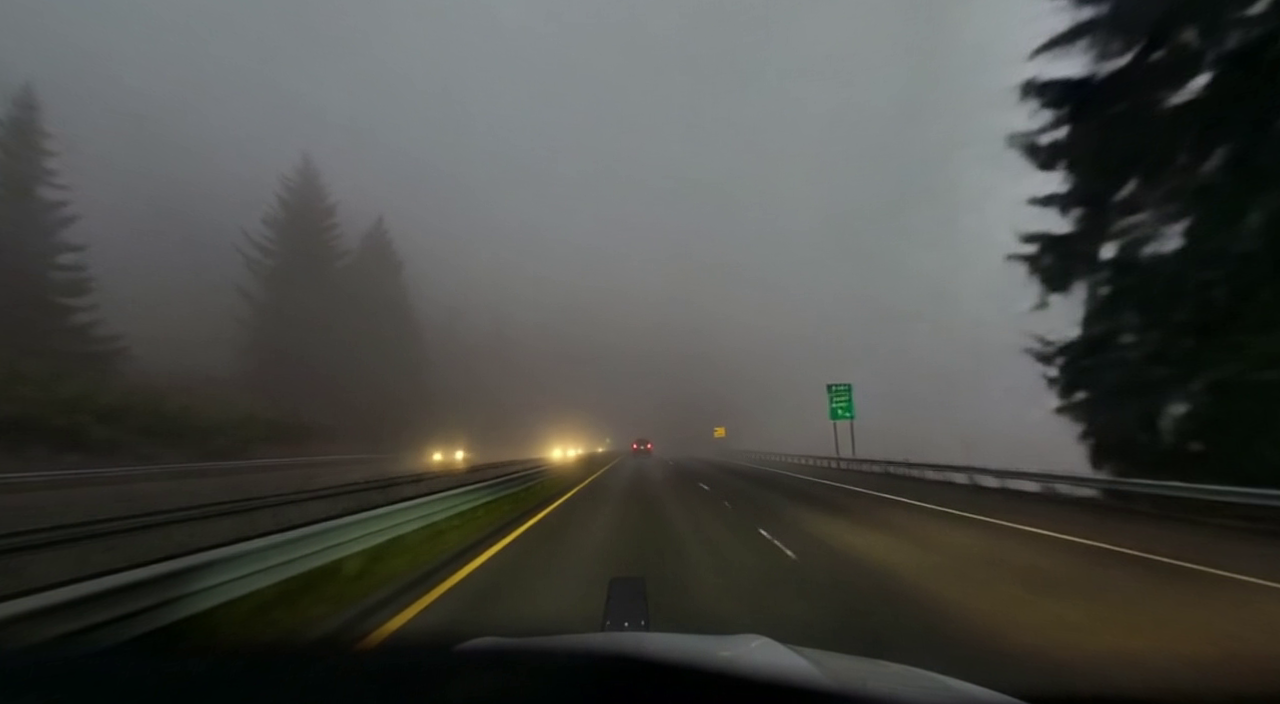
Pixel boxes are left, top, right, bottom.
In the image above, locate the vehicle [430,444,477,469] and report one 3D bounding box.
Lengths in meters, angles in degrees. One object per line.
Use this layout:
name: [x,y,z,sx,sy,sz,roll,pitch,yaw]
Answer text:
vehicle: [-12.219,6.827,41.357,1.838,1.517,3.901,0,-8,1]
